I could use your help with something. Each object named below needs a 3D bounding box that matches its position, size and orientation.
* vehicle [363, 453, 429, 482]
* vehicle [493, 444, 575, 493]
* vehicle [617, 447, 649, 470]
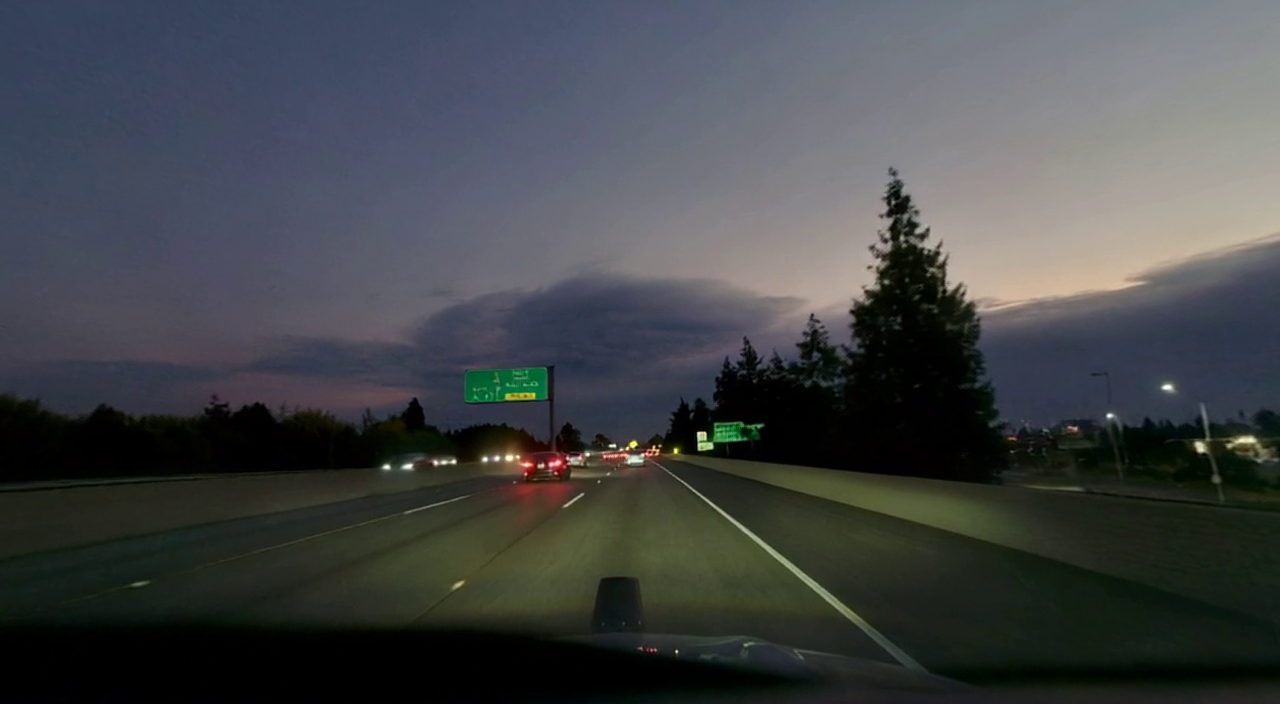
[{"bbox_3d":[-13.610,6.447,35.459,1.854,1.459,4.565,0,-8,0],"label":"vehicle"},{"bbox_3d":[-3.609,4.037,22.321,2.067,1.509,4.551,0,-8,1],"label":"vehicle"},{"bbox_3d":[-0.519,7.387,44.073,2.100,1.471,3.956,0,-8,-1],"label":"vehicle"}]
